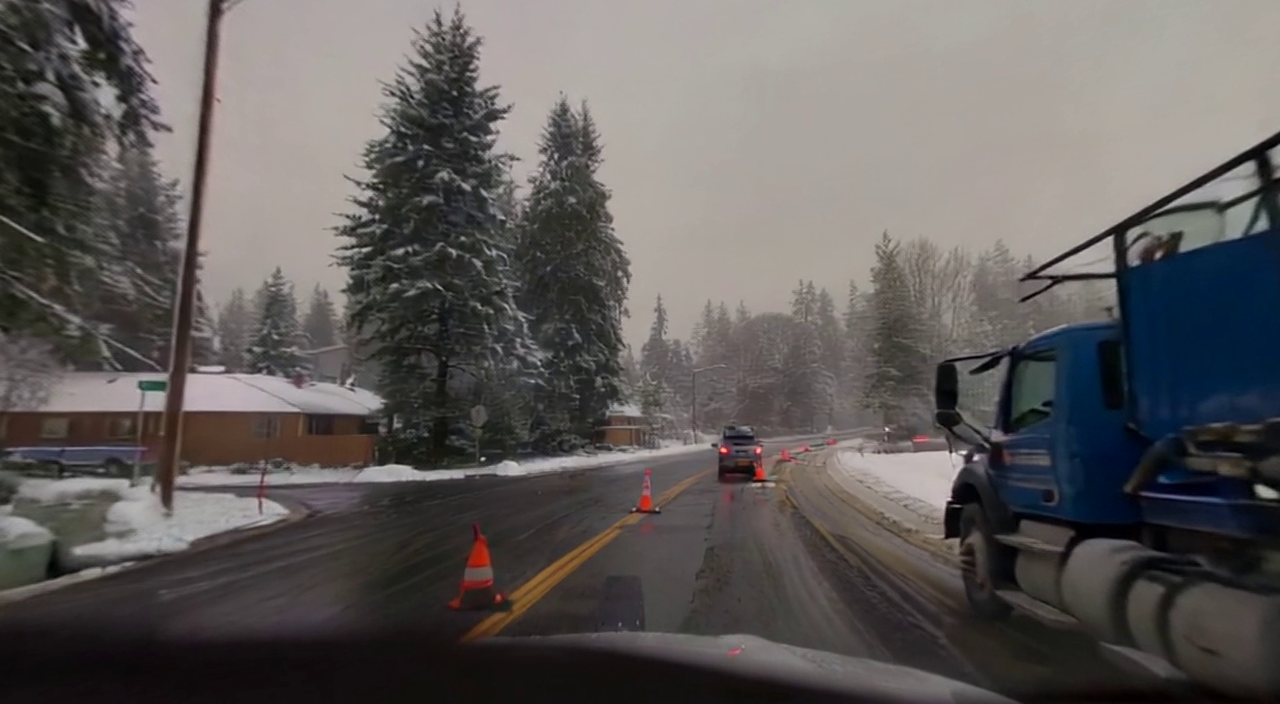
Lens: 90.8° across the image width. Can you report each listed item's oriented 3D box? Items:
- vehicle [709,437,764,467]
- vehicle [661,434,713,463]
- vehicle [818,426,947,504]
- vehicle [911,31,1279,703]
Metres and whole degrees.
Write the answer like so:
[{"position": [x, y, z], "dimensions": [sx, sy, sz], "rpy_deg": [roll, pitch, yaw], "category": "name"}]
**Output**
[{"position": [5.334, 5.603, 35.478], "dimensions": [1.716, 1.583, 3.770], "rpy_deg": [2, -9, -13], "category": "vehicle"}, {"position": [3.126, 6.633, 43.358], "dimensions": [1.997, 1.853, 4.654], "rpy_deg": [3, -9, -17], "category": "vehicle"}, {"position": [6.211, 2.921, 16.723], "dimensions": [2.030, 1.774, 3.884], "rpy_deg": [0, -8, 4], "category": "vehicle"}, {"position": [3.528, 0.309, 1.839], "dimensions": [3.098, 2.601, 6.758], "rpy_deg": [-1, -6, 6], "category": "vehicle"}]
